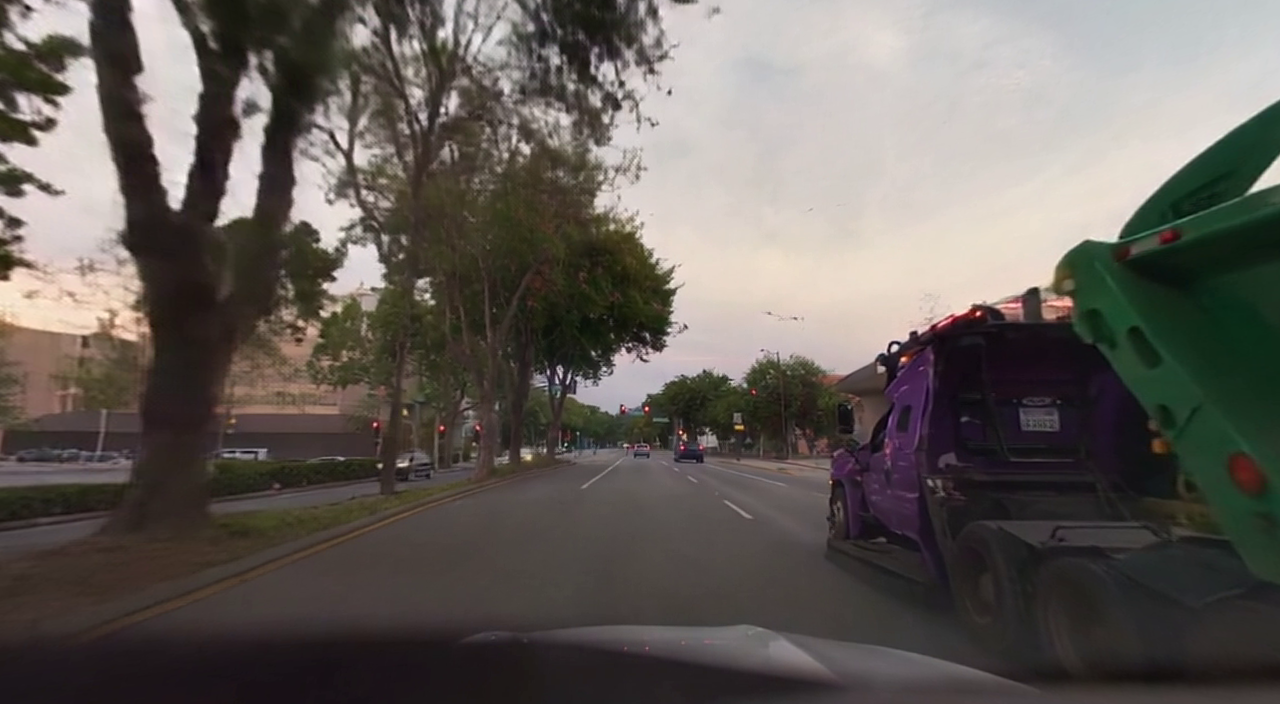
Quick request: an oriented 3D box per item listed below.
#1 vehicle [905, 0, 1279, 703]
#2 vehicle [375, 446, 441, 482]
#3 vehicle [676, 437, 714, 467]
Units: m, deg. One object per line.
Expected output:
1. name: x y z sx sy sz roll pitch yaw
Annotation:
1. vehicle: 3.804 -0.242 0.376 2.731 3.407 10.262 0 -9 -1
2. vehicle: -13.652 6.568 37.499 2.140 1.961 4.641 0 -9 1
3. vehicle: 3.731 6.899 43.724 2.099 1.936 4.575 0 -9 -1
